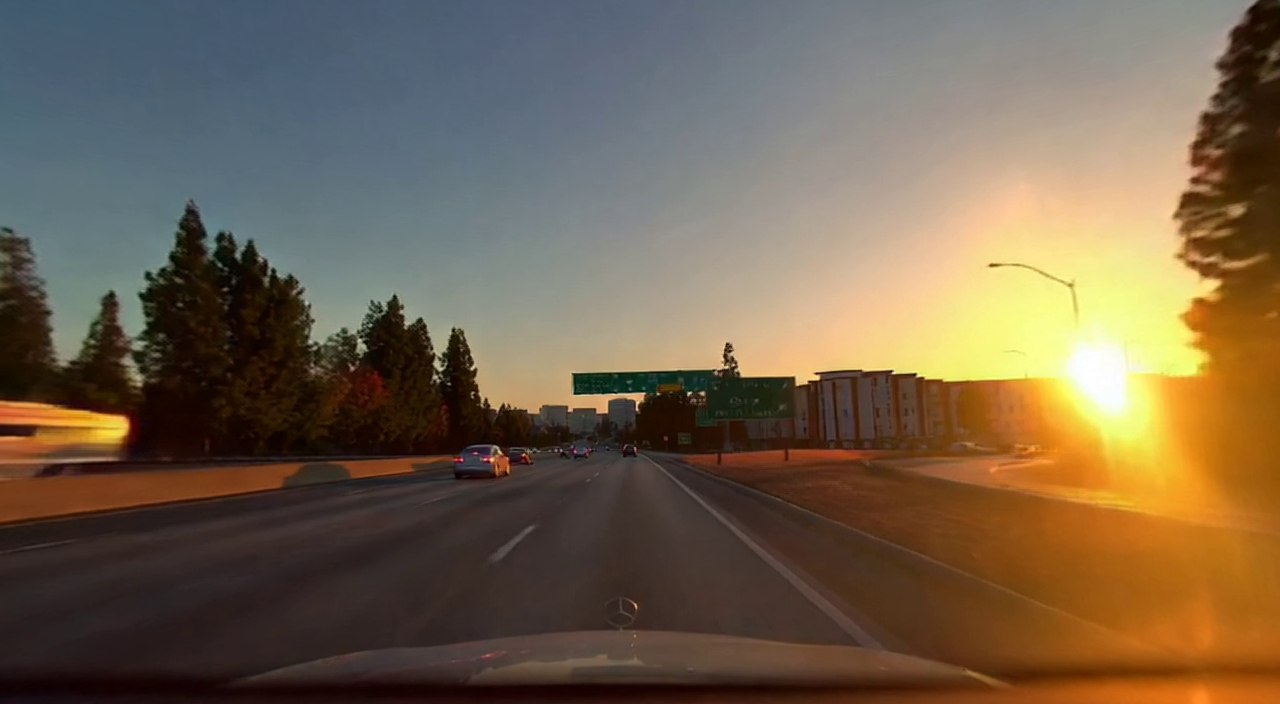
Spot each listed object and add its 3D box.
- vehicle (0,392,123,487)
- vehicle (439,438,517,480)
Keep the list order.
[{"bbox_3d":[-29.419,3.825,27.631,2.862,4.134,12.781,0,-9,-1],"label":"vehicle"},{"bbox_3d":[-6.763,4.527,26.966,2.016,1.606,4.806,0,-8,1],"label":"vehicle"}]
